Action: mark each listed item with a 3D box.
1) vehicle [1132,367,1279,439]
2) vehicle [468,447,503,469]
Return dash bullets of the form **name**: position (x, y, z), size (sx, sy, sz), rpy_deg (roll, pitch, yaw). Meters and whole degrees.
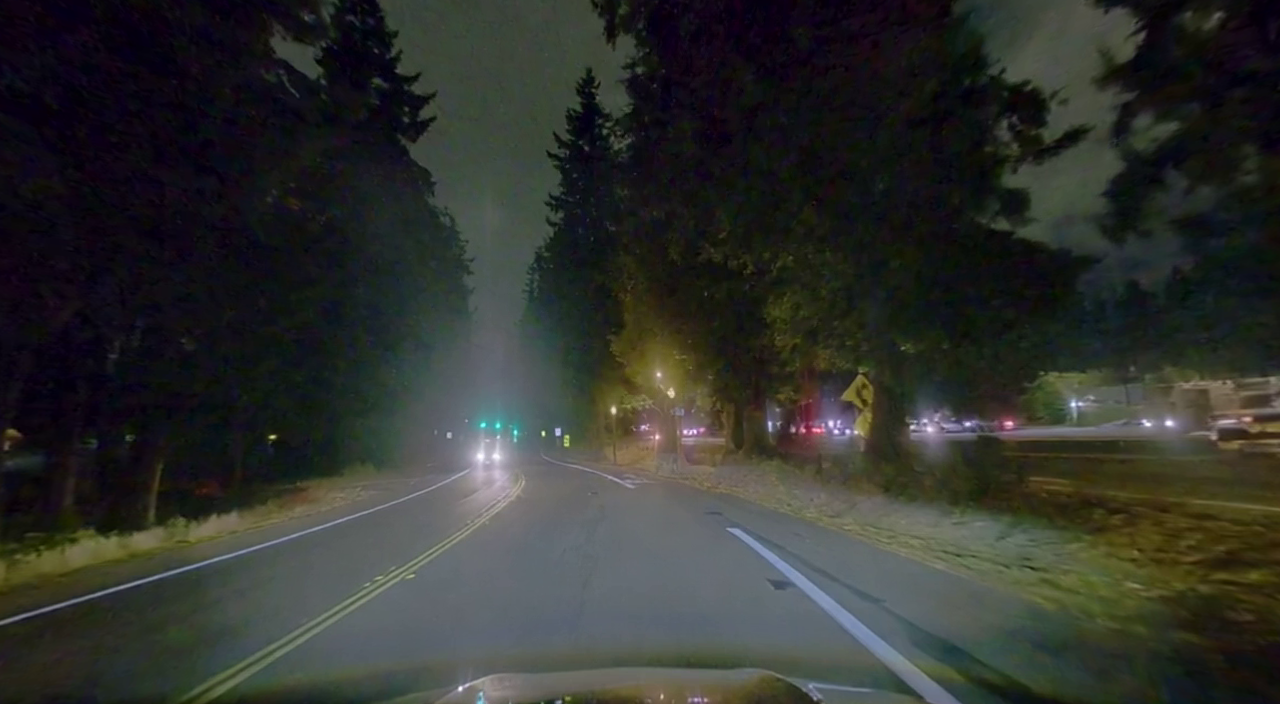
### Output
- **vehicle**: position (33.281, 2.505, 32.315), size (12.214, 3.426, 2.921), rpy_deg (-9, -9, 41)
- **vehicle**: position (-10.692, 7.357, 43.968), size (2.125, 1.440, 4.450), rpy_deg (1, -8, -11)
